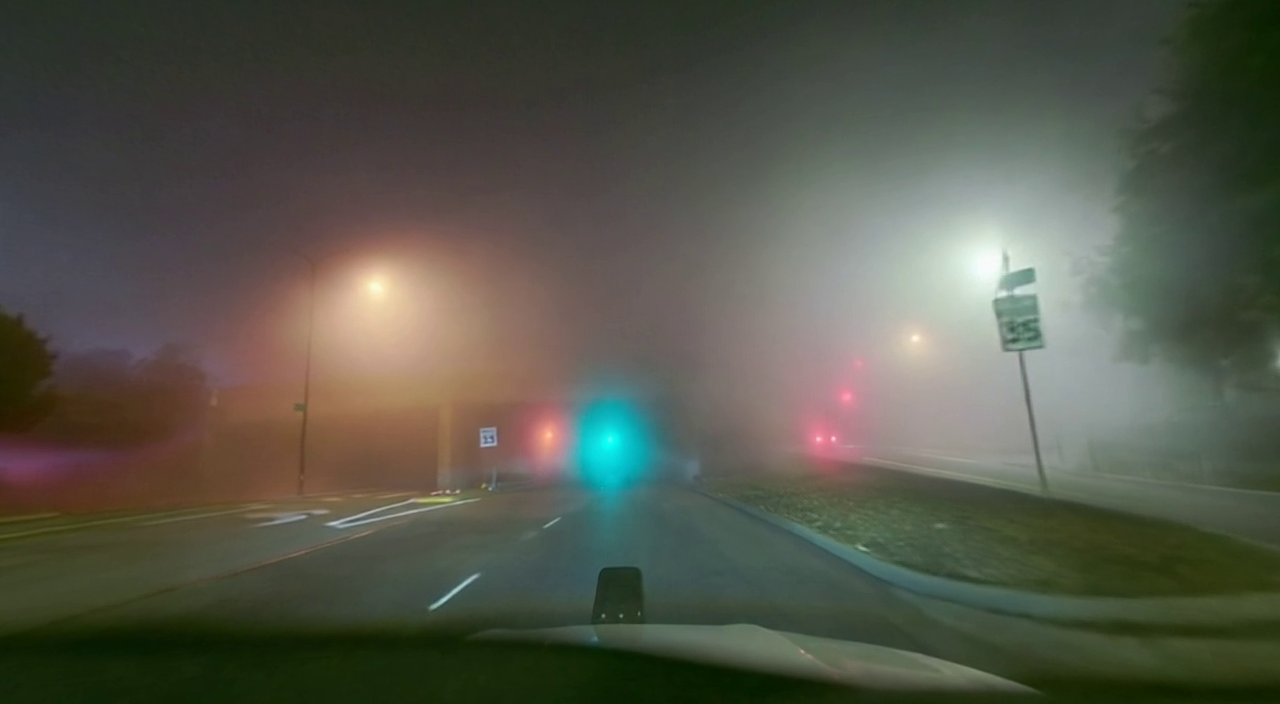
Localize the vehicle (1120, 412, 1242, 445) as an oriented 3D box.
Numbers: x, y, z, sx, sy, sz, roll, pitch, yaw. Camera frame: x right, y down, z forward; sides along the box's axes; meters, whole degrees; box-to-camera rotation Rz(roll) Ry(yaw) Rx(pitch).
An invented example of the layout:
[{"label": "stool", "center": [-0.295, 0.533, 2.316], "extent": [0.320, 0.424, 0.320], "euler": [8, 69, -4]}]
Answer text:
[{"label": "vehicle", "center": [25.311, 3.635, 29.790], "extent": [1.931, 1.465, 4.207], "euler": [0, -8, -3]}]
